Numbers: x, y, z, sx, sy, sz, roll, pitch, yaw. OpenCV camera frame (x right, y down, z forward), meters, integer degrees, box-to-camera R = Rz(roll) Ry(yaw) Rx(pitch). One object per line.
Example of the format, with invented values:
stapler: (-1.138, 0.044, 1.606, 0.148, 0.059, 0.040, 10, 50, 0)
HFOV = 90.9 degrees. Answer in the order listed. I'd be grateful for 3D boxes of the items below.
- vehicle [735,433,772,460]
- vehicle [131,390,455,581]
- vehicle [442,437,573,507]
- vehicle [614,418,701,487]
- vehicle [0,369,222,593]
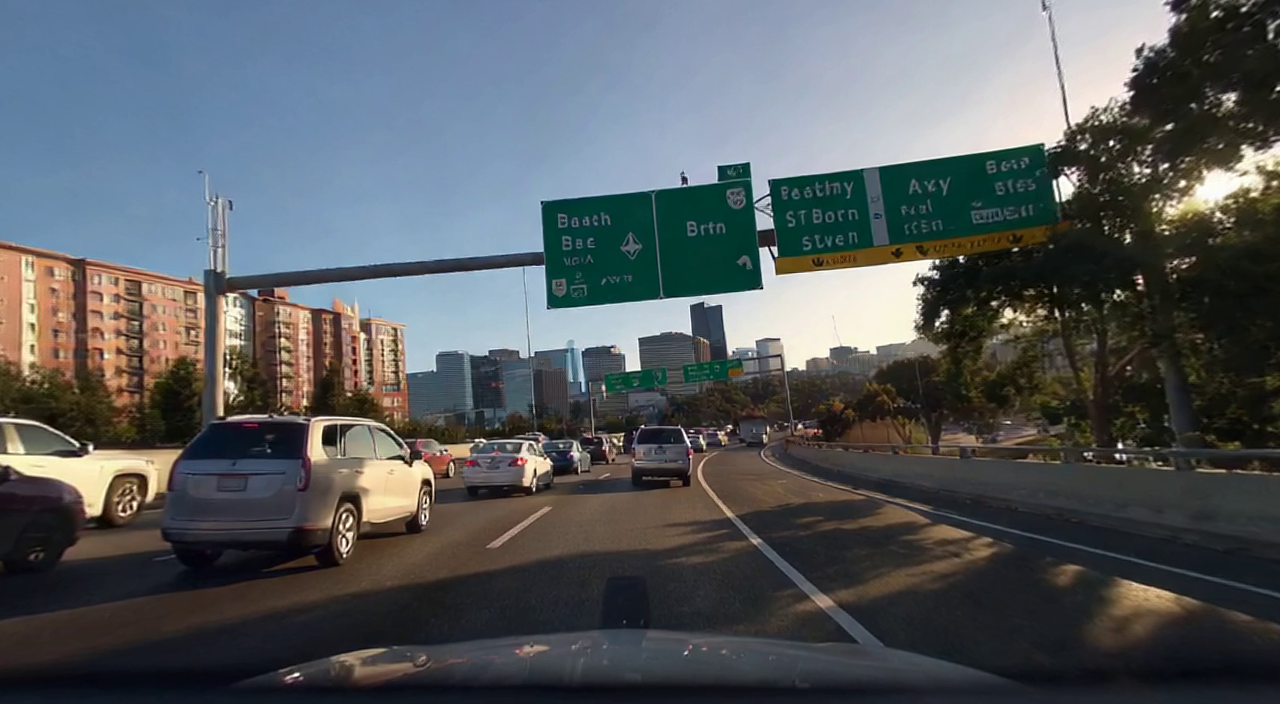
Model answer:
vehicle: (7.891, 6.547, 43.796, 2.329, 1.760, 4.525, -1, -9, 10)
vehicle: (-4.042, 1.623, 8.355, 1.850, 1.862, 4.150, 0, -9, 1)
vehicle: (-3.123, 2.955, 16.104, 1.998, 1.494, 5.020, 0, -9, 3)
vehicle: (0.693, 3.484, 22.039, 2.616, 2.063, 5.933, 0, -9, 3)
vehicle: (-7.474, 1.272, 6.248, 2.476, 2.156, 5.931, 0, -9, 1)
